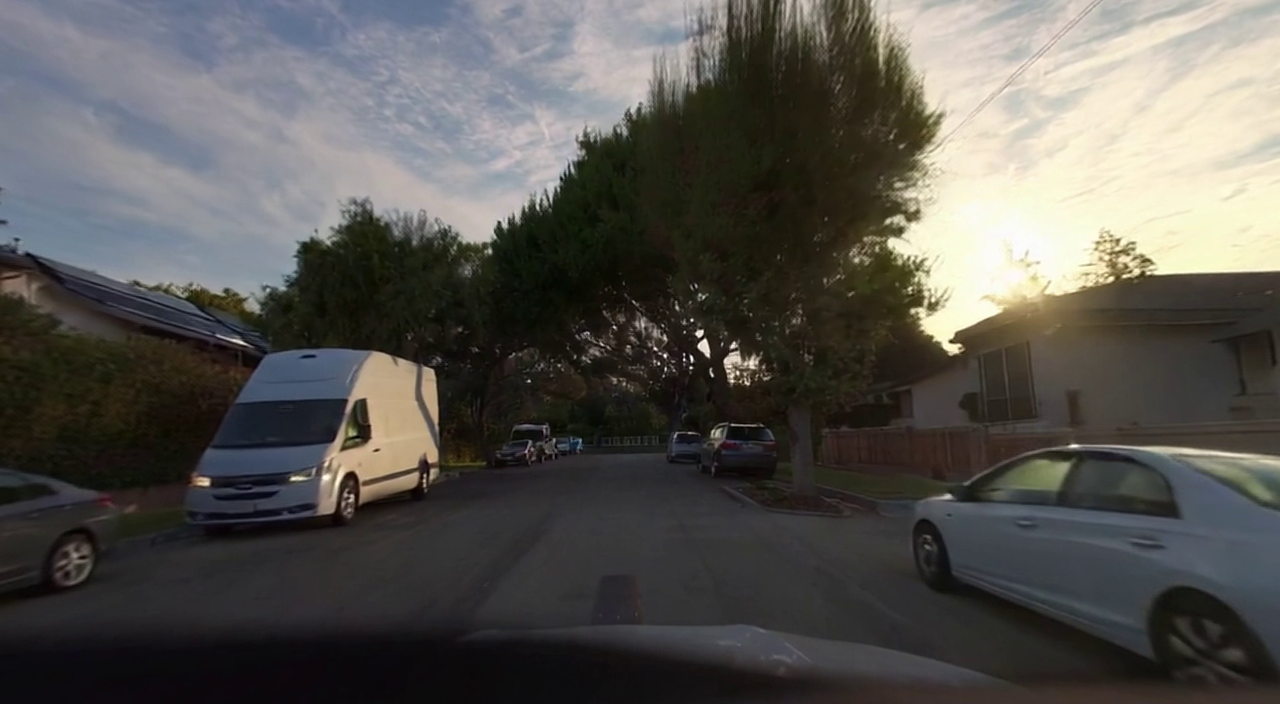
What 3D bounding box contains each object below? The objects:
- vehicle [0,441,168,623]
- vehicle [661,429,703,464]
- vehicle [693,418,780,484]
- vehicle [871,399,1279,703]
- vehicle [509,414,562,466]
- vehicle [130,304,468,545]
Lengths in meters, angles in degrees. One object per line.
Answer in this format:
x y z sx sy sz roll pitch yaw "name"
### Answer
-6.216 1.468 4.986 1.921 1.470 4.068 0 -8 -3 "vehicle"
2.250 5.221 35.087 1.918 1.815 4.400 0 -8 -2 "vehicle"
2.935 3.110 20.258 1.965 1.855 4.677 0 -8 -1 "vehicle"
3.375 1.184 4.361 1.818 1.473 4.862 0 -8 2 "vehicle"
-6.069 5.177 36.954 2.408 2.782 3.837 -2 -8 0 "vehicle"
-6.231 1.586 13.598 2.896 3.648 8.004 0 -8 -1 "vehicle"
